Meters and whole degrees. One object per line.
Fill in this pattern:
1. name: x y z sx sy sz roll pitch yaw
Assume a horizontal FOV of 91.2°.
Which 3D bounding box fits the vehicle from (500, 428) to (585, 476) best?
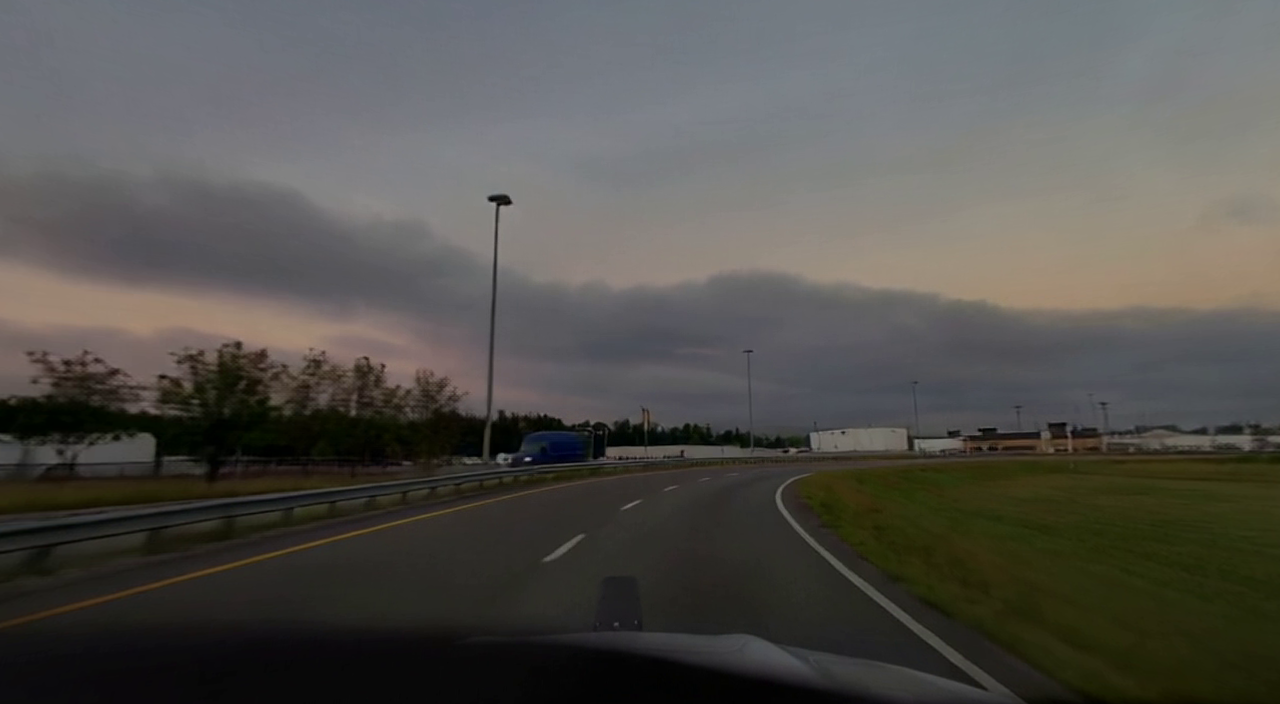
1. vehicle: -5.765 6.050 38.151 2.396 2.635 5.921 -4 -9 21
